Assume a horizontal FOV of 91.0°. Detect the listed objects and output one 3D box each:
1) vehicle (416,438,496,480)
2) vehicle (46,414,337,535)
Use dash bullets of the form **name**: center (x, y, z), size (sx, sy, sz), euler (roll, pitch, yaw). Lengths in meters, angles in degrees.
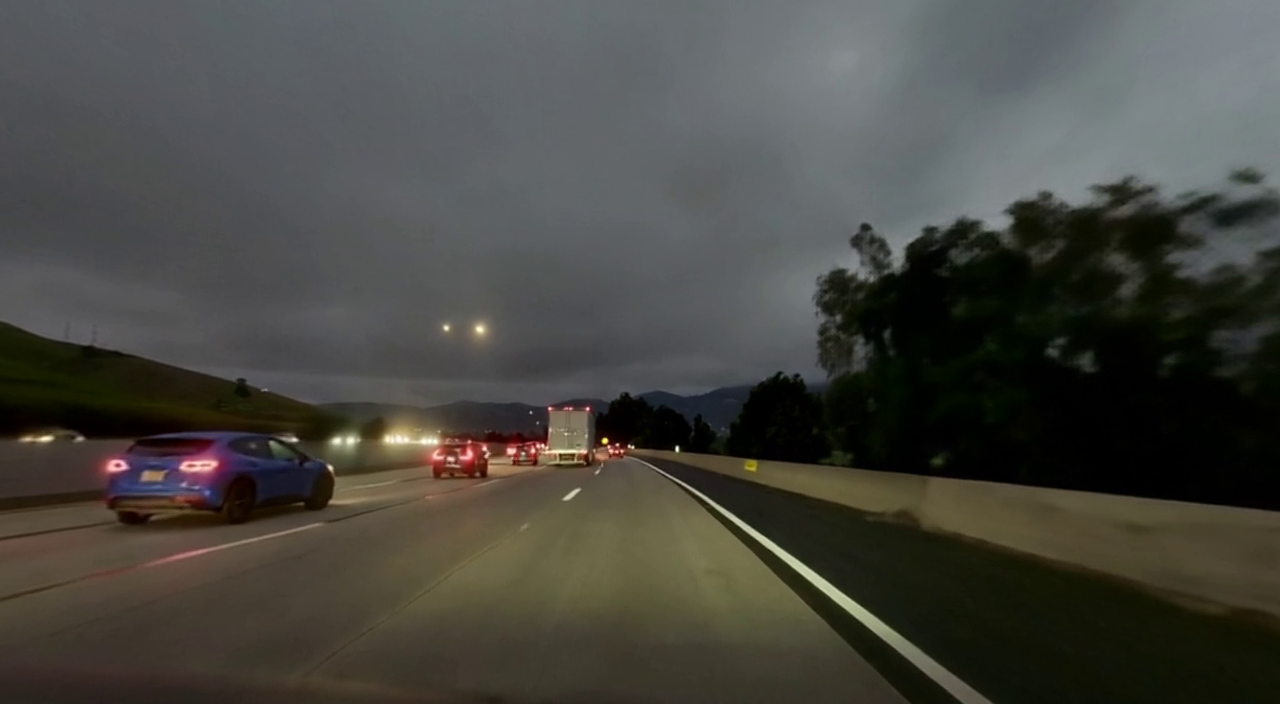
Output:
- **vehicle**: center (-7.826, 4.611, 27.319), size (2.099, 1.644, 4.638), euler (1, -9, -1)
- **vehicle**: center (-7.575, 2.115, 11.367), size (2.081, 1.740, 4.268), euler (1, -9, -1)
